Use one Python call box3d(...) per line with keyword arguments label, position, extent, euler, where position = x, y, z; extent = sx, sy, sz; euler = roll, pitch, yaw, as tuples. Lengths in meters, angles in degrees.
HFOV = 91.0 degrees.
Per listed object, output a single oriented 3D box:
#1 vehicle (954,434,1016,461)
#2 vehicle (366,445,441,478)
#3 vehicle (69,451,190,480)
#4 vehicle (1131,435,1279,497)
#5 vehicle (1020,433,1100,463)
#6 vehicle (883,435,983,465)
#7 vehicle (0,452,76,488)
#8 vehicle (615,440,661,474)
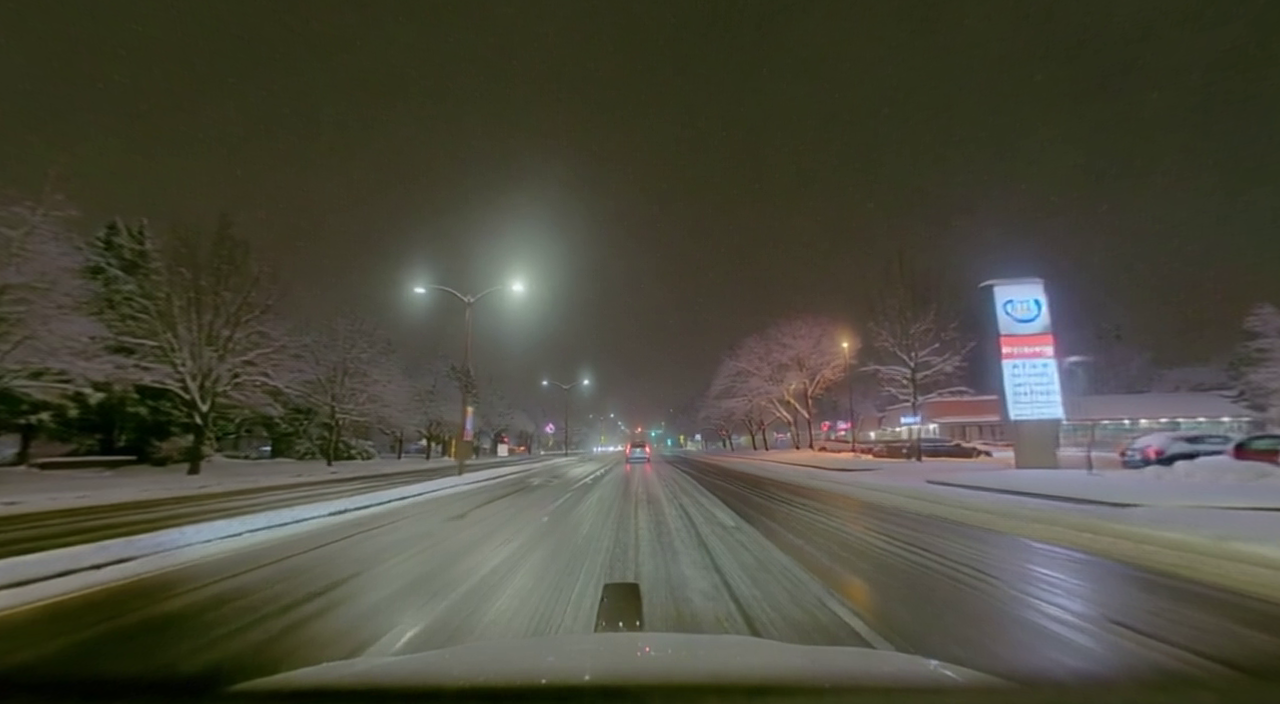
box3d(label="vehicle", position=(26.678, 7.460, 48.893), extent=(2.046, 1.893, 5.097), euler=(-3, -9, 2))
box3d(label="vehicle", position=(-11.924, 5.551, 32.120), extent=(2.041, 1.553, 4.433), euler=(0, -9, 1))
box3d(label="vehicle", position=(-26.924, 5.995, 33.330), extent=(4.660, 1.446, 1.870), euler=(1, -9, -3))
box3d(label="vehicle", position=(16.289, 3.034, 17.087), extent=(1.949, 1.458, 4.865), euler=(0, -9, 0))
box3d(label="vehicle", position=(28.006, 6.462, 42.212), extent=(1.991, 1.877, 5.024), euler=(0, -9, 1))
box3d(label="vehicle", position=(17.905, 6.007, 38.680), extent=(5.083, 1.778, 2.063), euler=(0, -9, 0))
box3d(label="vehicle", position=(-27.737, 5.083, 27.314), extent=(4.563, 1.480, 1.946), euler=(0, -9, 0))
box3d(label="vehicle", position=(-0.121, 4.854, 29.161), extent=(1.998, 1.452, 3.773), euler=(0, -9, -1))
